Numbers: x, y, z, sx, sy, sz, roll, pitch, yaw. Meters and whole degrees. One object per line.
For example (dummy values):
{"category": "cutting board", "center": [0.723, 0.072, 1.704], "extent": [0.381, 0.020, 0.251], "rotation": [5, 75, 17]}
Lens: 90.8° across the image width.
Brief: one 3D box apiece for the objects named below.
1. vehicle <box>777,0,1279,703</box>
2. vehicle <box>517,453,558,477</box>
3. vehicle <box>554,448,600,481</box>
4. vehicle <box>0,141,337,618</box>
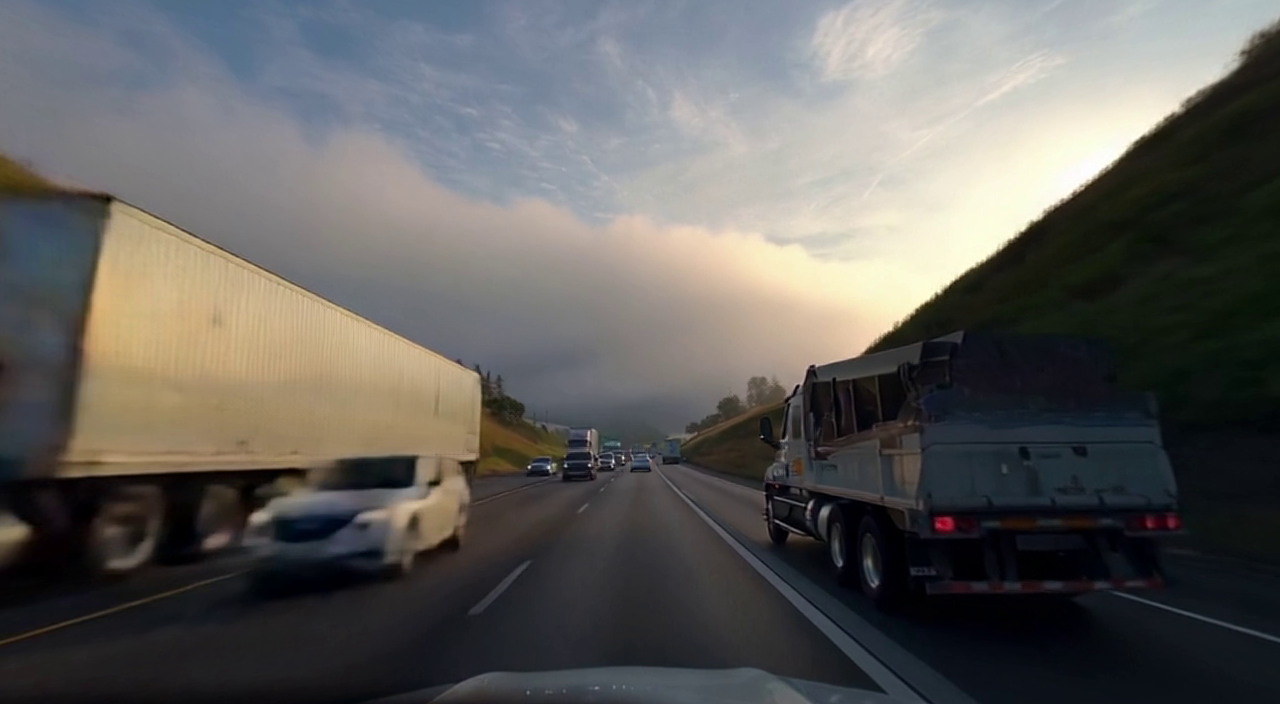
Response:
{"category": "vehicle", "center": [3.211, -0.432, 1.182], "extent": [2.845, 4.071, 14.008], "rotation": [0, -9, 0]}
{"category": "vehicle", "center": [-6.806, 7.547, 42.348], "extent": [1.911, 1.422, 4.515], "rotation": [0, -9, 1]}
{"category": "vehicle", "center": [-3.367, 6.088, 34.313], "extent": [2.008, 1.671, 4.126], "rotation": [0, -9, 1]}
{"category": "vehicle", "center": [-6.809, 0.626, 7.949], "extent": [2.910, 3.989, 5.837], "rotation": [0, -9, 0]}
